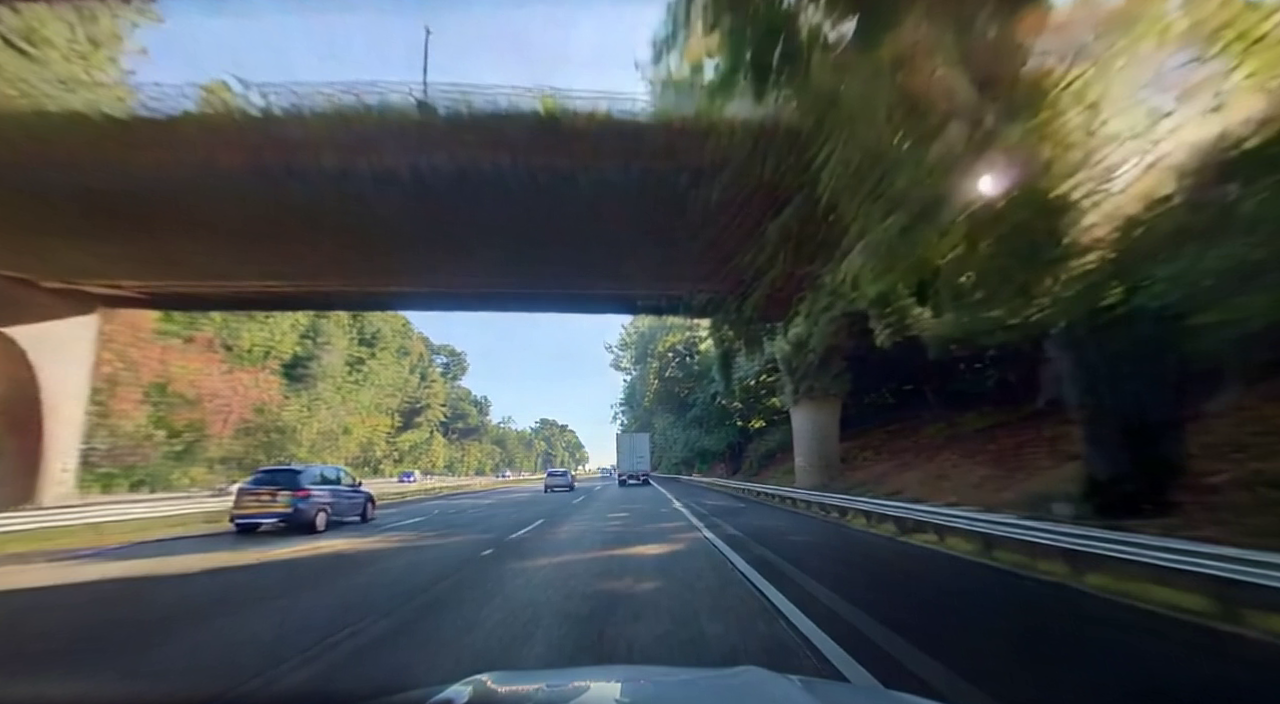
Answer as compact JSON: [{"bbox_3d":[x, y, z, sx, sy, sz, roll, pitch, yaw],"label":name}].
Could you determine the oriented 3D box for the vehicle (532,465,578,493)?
[{"bbox_3d":[-4.862,7.336,36.578,1.950,1.460,4.812,1,-10,0],"label":"vehicle"}]

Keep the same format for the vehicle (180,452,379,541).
[{"bbox_3d":[-7.574,3.077,13.829,1.899,1.615,4.097,1,-10,0],"label":"vehicle"}]
